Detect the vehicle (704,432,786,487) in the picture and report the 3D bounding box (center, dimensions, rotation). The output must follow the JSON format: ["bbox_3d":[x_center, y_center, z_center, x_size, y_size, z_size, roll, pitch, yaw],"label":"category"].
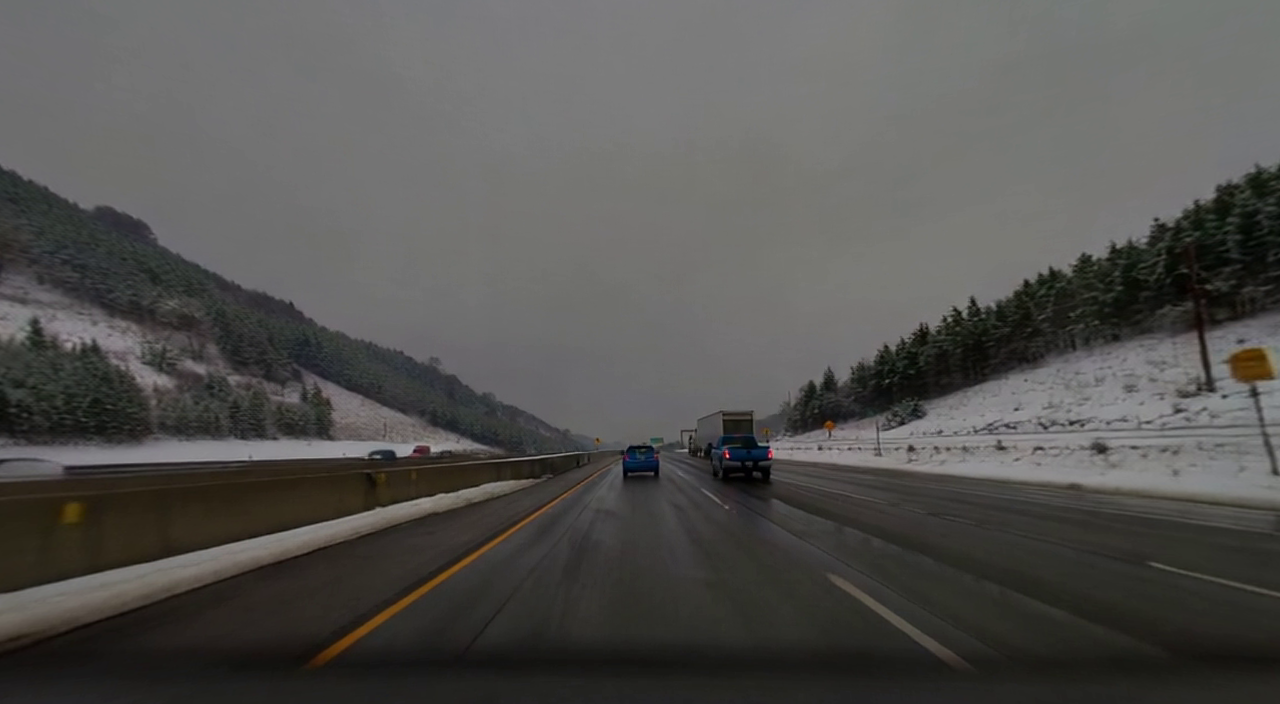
[{"bbox_3d":[3.736,3.931,23.363,2.098,1.794,4.561,0,-9,-2],"label":"vehicle"}]

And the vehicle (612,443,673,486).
[{"bbox_3d":[0.056,4.188,23.776,2.083,1.477,3.965,0,-9,-1],"label":"vehicle"}]
